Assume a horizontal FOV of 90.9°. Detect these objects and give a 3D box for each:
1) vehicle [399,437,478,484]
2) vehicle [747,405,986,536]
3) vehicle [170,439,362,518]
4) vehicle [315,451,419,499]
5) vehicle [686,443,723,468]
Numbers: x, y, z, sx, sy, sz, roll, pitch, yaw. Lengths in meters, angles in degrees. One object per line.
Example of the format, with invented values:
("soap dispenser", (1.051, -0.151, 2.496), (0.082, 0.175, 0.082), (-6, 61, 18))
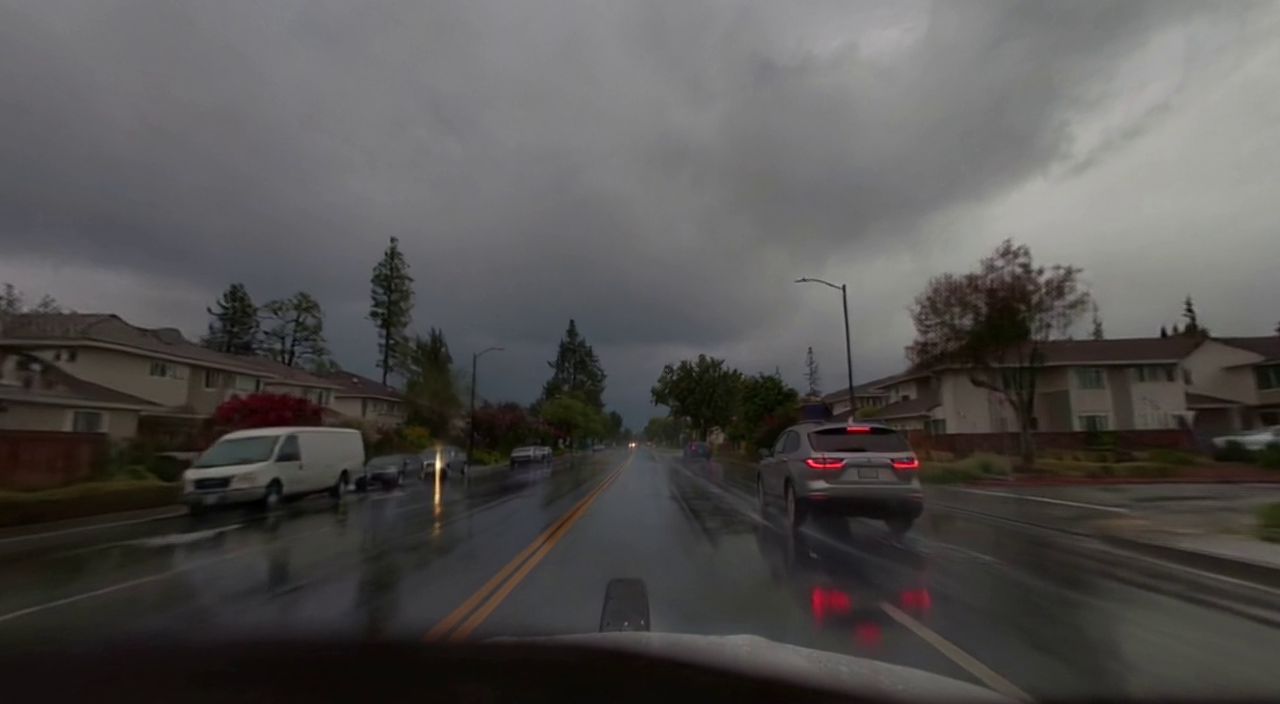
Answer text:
("vehicle", (-10.358, 5.620, 32.964), (2.254, 2.127, 5.697), (-3, -9, 0))
("vehicle", (3.800, 2.163, 12.180), (2.497, 1.889, 5.833), (0, -8, 1))
("vehicle", (-10.567, 3.575, 18.572), (2.261, 1.851, 5.724), (-2, -8, -1))
("vehicle", (-10.490, 4.729, 24.667), (2.006, 1.476, 4.570), (-3, -8, 1))
("vehicle", (3.987, 6.503, 39.819), (1.956, 1.492, 4.425), (0, -8, 1))
